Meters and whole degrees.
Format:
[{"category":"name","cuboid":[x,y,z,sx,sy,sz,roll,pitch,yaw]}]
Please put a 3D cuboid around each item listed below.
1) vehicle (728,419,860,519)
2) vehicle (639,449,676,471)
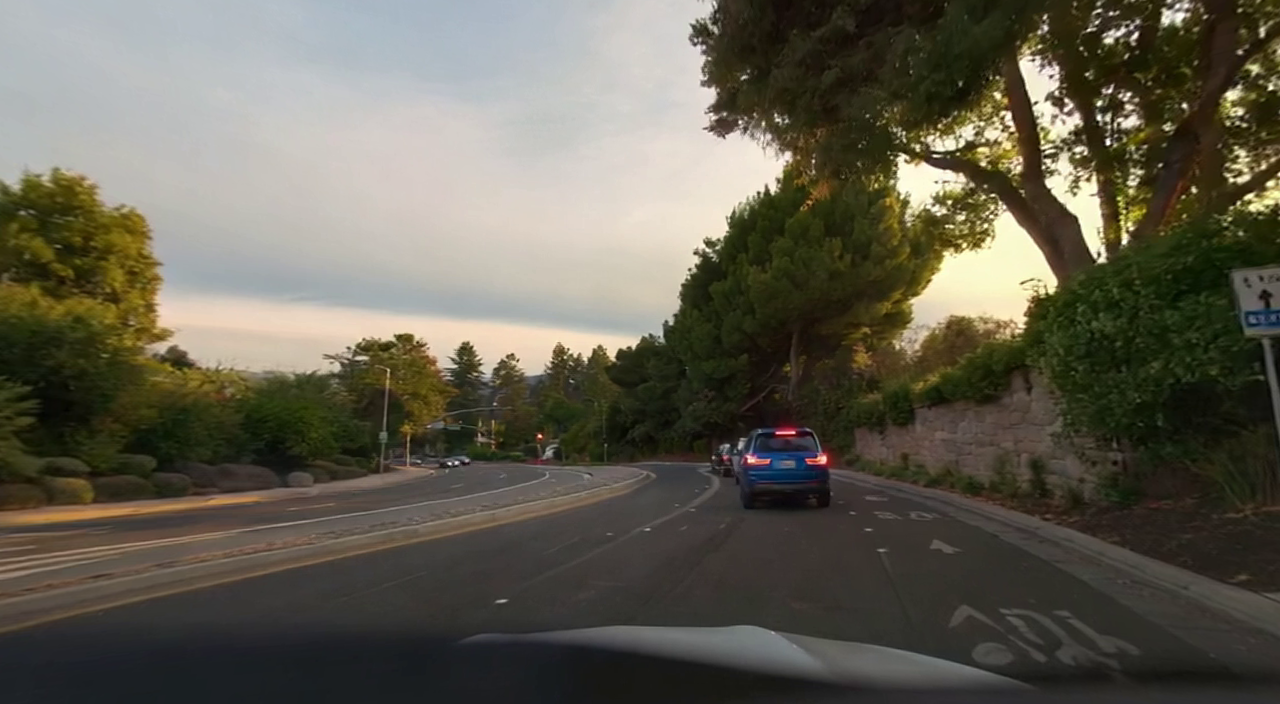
[{"category":"vehicle","cuboid":[3.127,2.411,13.546,2.287,1.762,4.269,-1,-8,10]},{"category":"vehicle","cuboid":[1.189,7.597,44.679,2.023,1.474,4.286,1,-8,-7]}]
